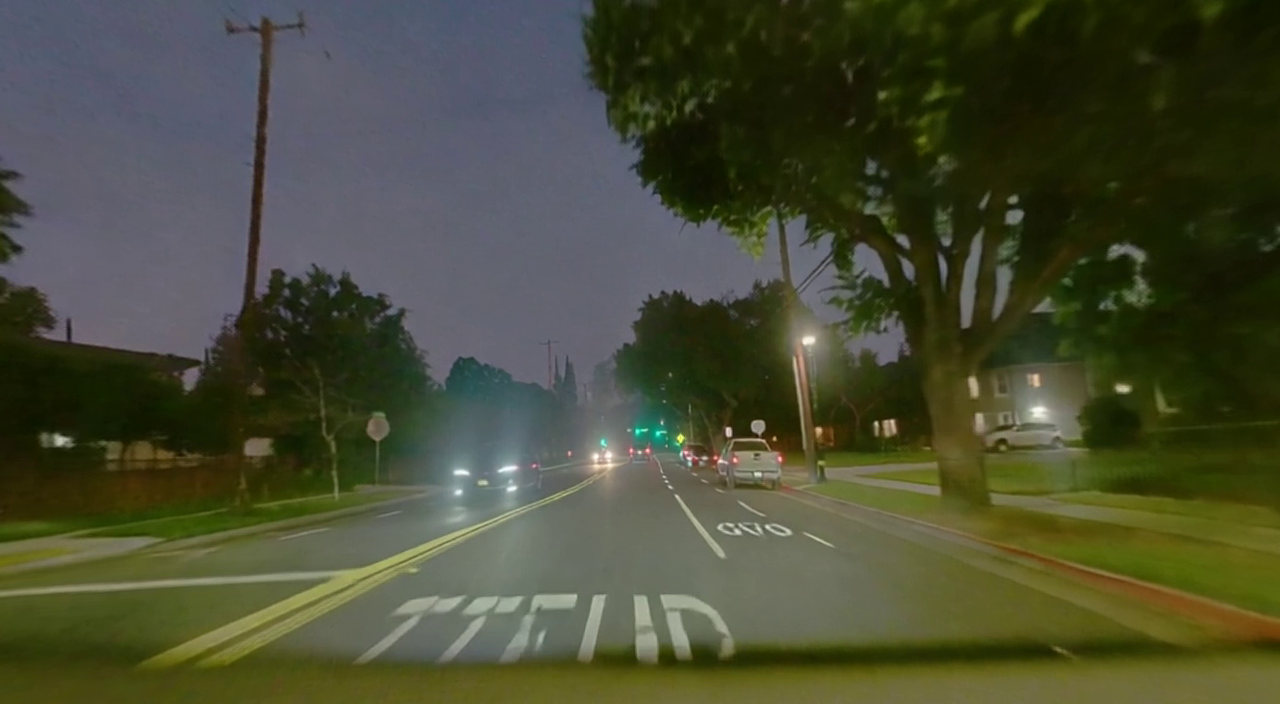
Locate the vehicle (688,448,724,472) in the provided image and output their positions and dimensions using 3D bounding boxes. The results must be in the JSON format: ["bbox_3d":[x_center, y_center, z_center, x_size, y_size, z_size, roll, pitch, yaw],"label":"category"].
[{"bbox_3d":[4.219,6.969,41.083,1.874,1.415,4.683,0,-9,0],"label":"vehicle"}]

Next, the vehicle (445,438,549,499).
[{"bbox_3d":[-4.638,3.850,21.432,2.091,1.793,5.296,0,-9,2],"label":"vehicle"}]

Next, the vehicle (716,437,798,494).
[{"bbox_3d":[3.903,3.884,22.024,2.087,1.725,4.986,0,-9,2],"label":"vehicle"}]

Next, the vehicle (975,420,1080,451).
[{"bbox_3d":[22.283,4.841,36.438,4.799,1.678,2.002,1,-9,-4],"label":"vehicle"}]
